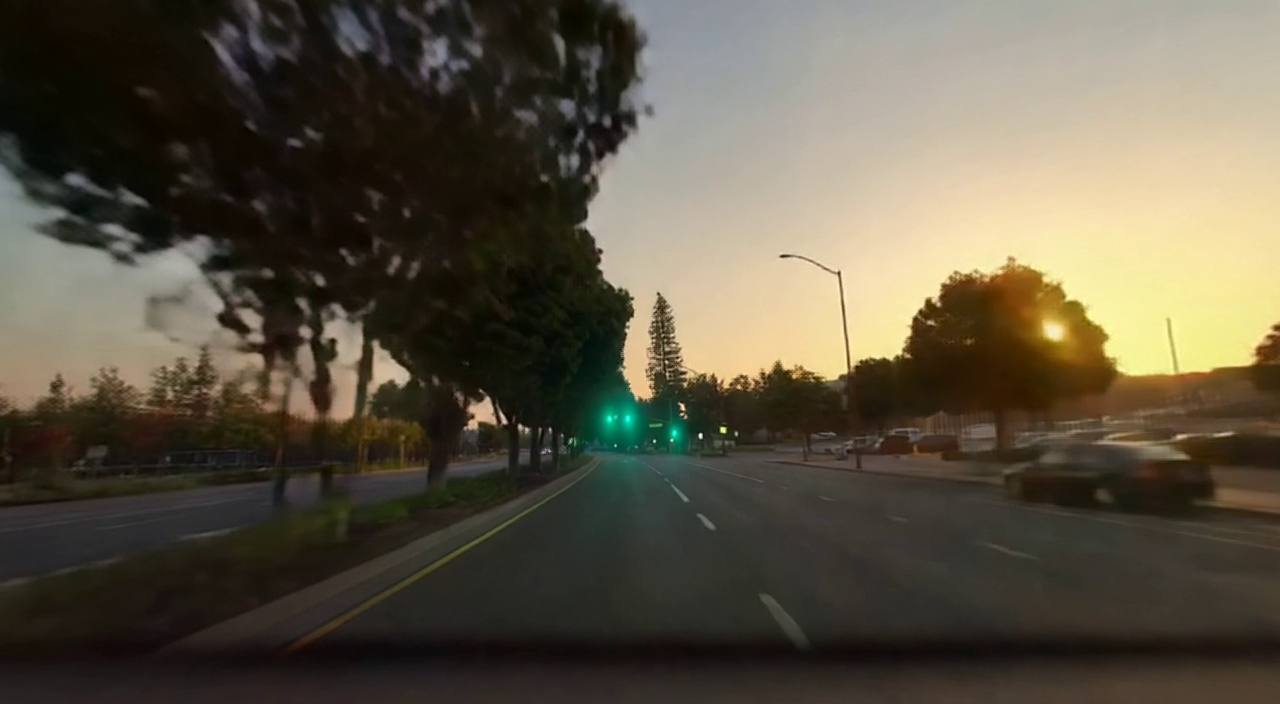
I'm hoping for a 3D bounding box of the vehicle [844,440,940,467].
[{"bbox_3d":[15.357,6.191,38.569,4.982,1.441,1.951,-1,-9,-2],"label":"vehicle"}]

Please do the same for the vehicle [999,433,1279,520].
[{"bbox_3d":[10.688,2.658,14.094,2.034,1.551,5.228,1,-9,-3],"label":"vehicle"}]
